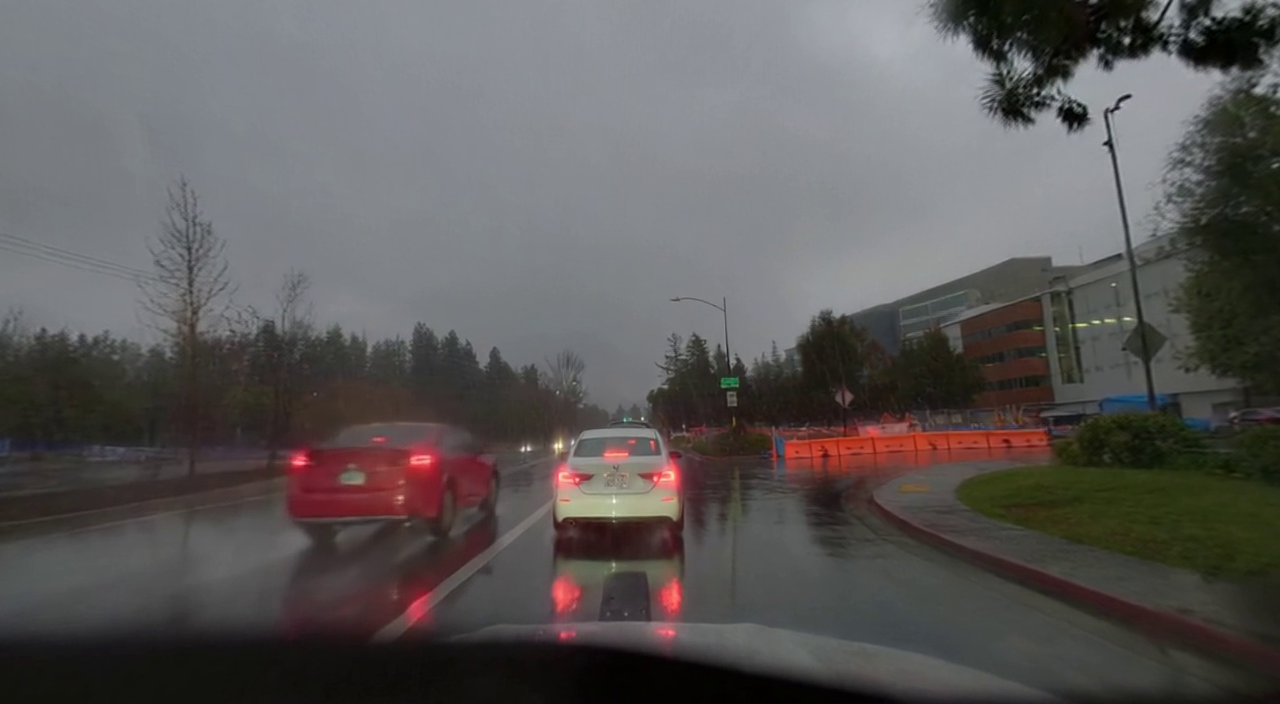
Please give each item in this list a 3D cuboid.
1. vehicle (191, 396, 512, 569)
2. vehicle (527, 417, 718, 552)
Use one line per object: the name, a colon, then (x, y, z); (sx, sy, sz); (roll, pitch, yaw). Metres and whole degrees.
vehicle: (-3.269, 1.591, 8.388); (2.139, 1.680, 4.344); (0, -8, 1)
vehicle: (-0.194, 1.777, 9.120); (2.112, 1.482, 4.076); (0, -8, 0)
